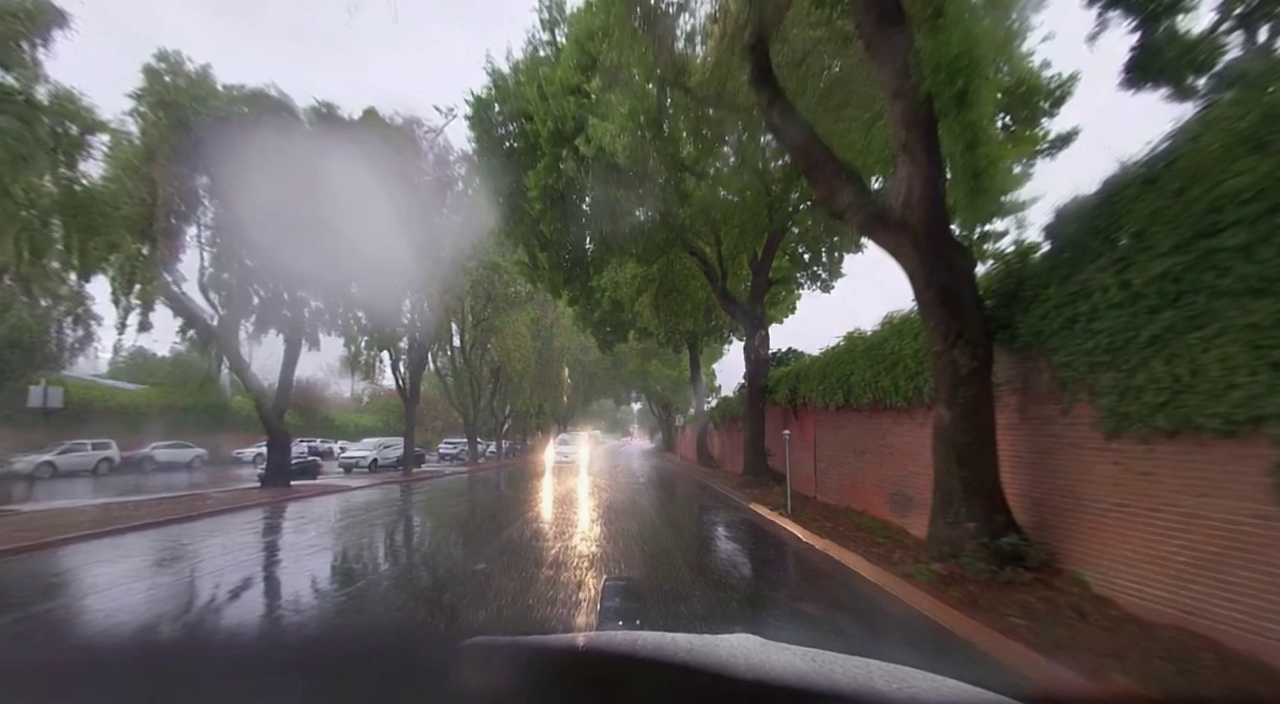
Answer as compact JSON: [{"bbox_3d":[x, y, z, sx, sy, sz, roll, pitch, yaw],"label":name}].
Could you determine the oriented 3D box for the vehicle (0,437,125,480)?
[{"bbox_3d":[-26.431,4.765,28.347,4.725,1.828,2.006,0,-8,-2],"label":"vehicle"}]

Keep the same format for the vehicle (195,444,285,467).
[{"bbox_3d":[-26.994,6.975,42.732,4.736,1.516,1.937,0,-8,1],"label":"vehicle"}]

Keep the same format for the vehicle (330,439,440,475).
[{"bbox_3d":[-13.340,5.513,33.287,4.870,1.767,2.120,-1,-8,2],"label":"vehicle"}]

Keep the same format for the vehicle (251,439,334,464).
[{"bbox_3d":[-26.315,7.541,47.958,5.143,1.793,2.032,-1,-8,2],"label":"vehicle"}]

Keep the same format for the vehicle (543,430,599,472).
[{"bbox_3d":[-3.020,4.457,28.541,2.047,1.725,4.288,0,-8,0],"label":"vehicle"}]

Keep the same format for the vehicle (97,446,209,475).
[{"bbox_3d":[-26.017,5.795,33.868,4.374,1.455,1.918,0,-8,0],"label":"vehicle"}]
